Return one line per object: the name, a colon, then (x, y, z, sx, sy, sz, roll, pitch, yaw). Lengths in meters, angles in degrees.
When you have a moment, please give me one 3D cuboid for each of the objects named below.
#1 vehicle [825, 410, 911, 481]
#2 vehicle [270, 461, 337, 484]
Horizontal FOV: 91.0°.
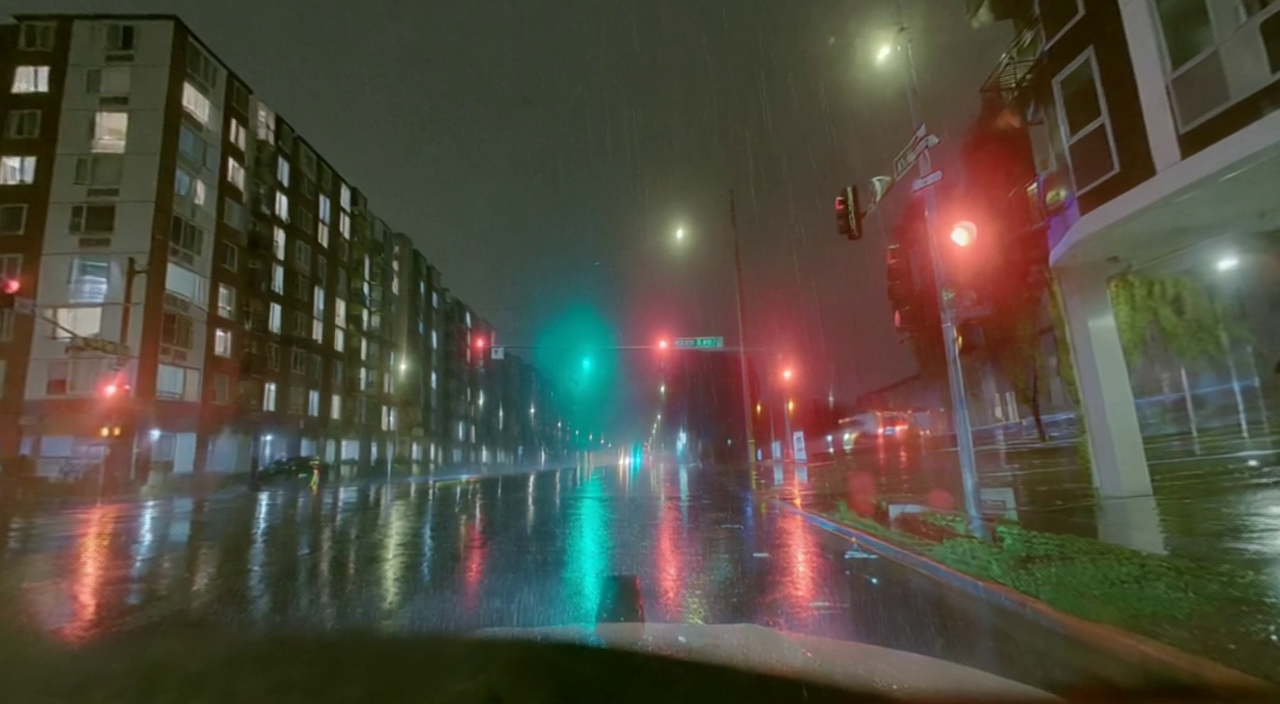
vehicle: (11.433, 4.625, 31.073, 2.948, 3.071, 7.295, -4, -10, 27)
vehicle: (-24.677, 8.824, 46.283, 3.882, 1.600, 1.768, 0, -9, 2)
